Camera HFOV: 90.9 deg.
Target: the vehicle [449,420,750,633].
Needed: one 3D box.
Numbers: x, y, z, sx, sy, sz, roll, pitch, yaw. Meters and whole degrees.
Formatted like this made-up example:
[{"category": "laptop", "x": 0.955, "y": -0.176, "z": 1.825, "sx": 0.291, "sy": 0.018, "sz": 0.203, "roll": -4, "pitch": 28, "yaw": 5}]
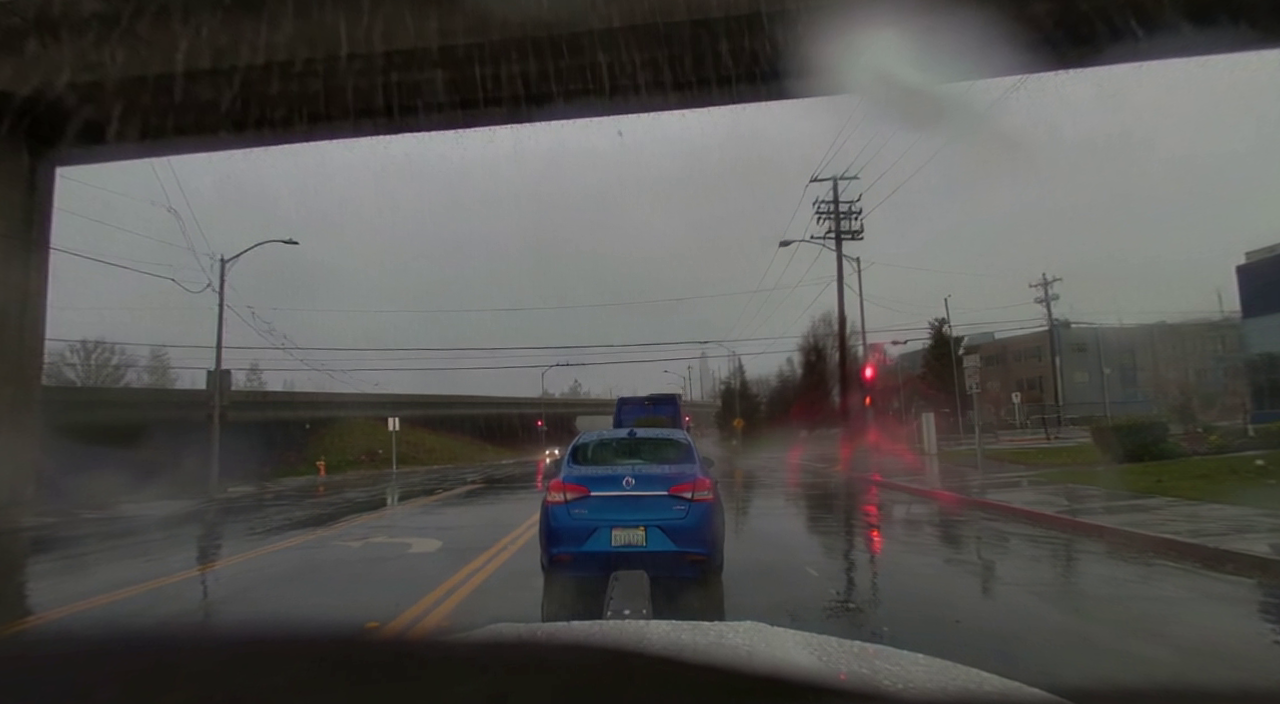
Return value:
[{"category": "vehicle", "x": -0.248, "y": 1.525, "z": 6.462, "sx": 2.090, "sy": 1.458, "sz": 4.033, "roll": -1, "pitch": -9, "yaw": 1}]
